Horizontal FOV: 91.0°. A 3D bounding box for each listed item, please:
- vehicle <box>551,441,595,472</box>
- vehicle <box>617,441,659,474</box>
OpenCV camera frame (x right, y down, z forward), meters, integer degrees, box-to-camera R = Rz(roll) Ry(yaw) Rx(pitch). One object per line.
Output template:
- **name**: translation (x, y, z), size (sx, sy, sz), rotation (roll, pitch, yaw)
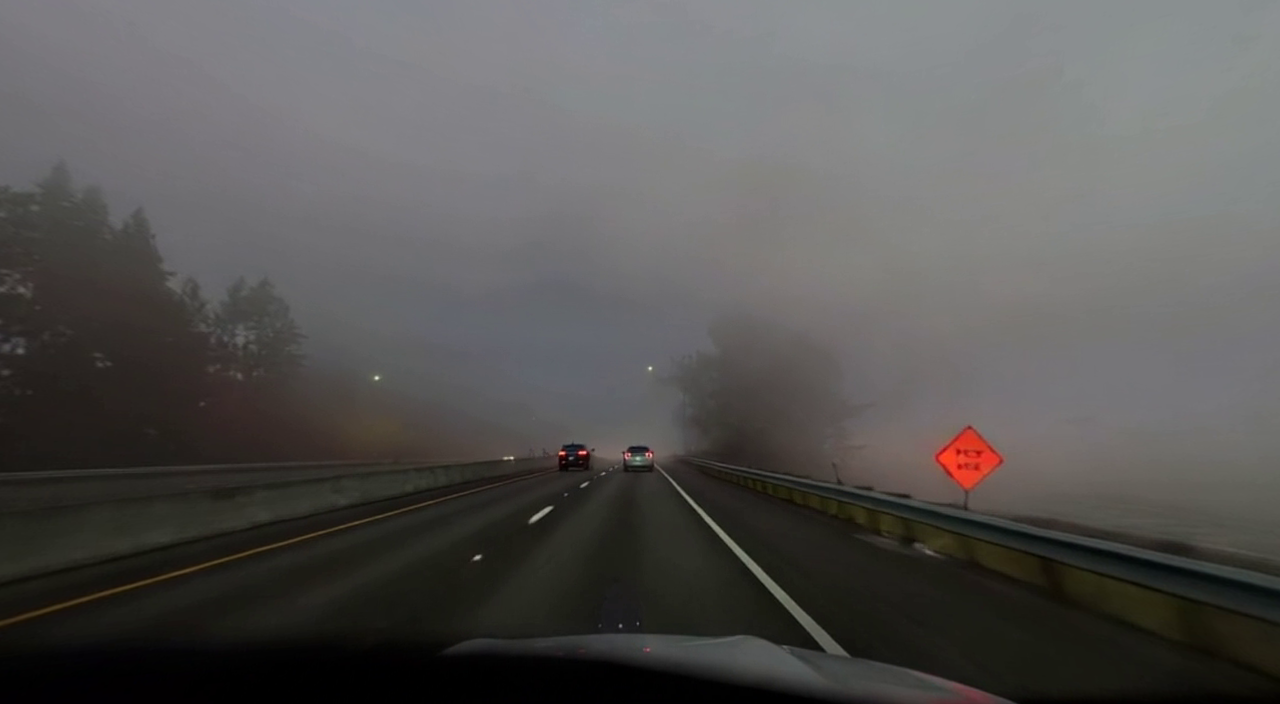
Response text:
- **vehicle**: translation (-3.981, 6.288, 38.201), size (2.130, 1.741, 4.665), rotation (0, -8, 1)
- **vehicle**: translation (-0.095, 5.704, 34.184), size (2.130, 1.684, 3.826), rotation (0, -8, 0)
